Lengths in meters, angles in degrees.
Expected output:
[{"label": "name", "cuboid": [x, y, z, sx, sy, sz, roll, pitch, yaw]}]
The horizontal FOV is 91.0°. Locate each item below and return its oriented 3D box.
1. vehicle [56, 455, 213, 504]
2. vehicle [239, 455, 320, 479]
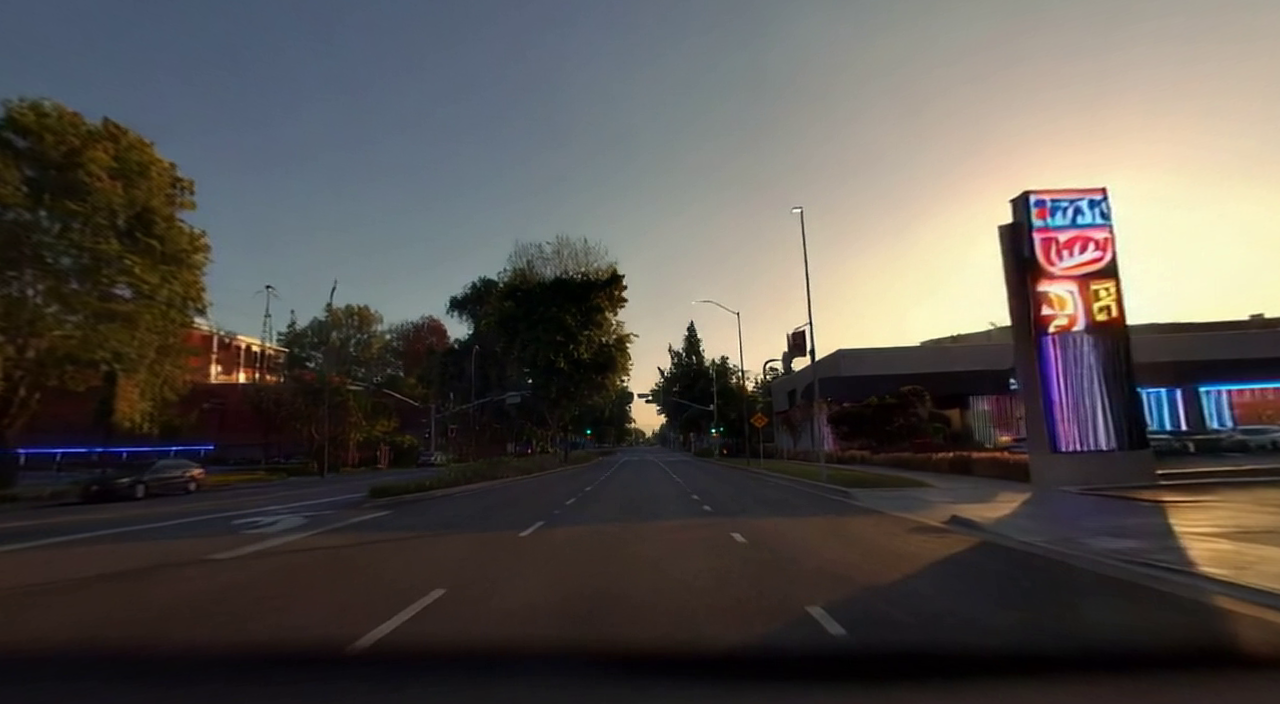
[{"label": "vehicle", "cuboid": [-18.209, 4.584, 23.045, 1.938, 1.465, 4.744, -2, -8, -2]}, {"label": "vehicle", "cuboid": [-25.185, 8.026, 44.052, 4.423, 1.583, 1.861, 1, -9, -7]}]
